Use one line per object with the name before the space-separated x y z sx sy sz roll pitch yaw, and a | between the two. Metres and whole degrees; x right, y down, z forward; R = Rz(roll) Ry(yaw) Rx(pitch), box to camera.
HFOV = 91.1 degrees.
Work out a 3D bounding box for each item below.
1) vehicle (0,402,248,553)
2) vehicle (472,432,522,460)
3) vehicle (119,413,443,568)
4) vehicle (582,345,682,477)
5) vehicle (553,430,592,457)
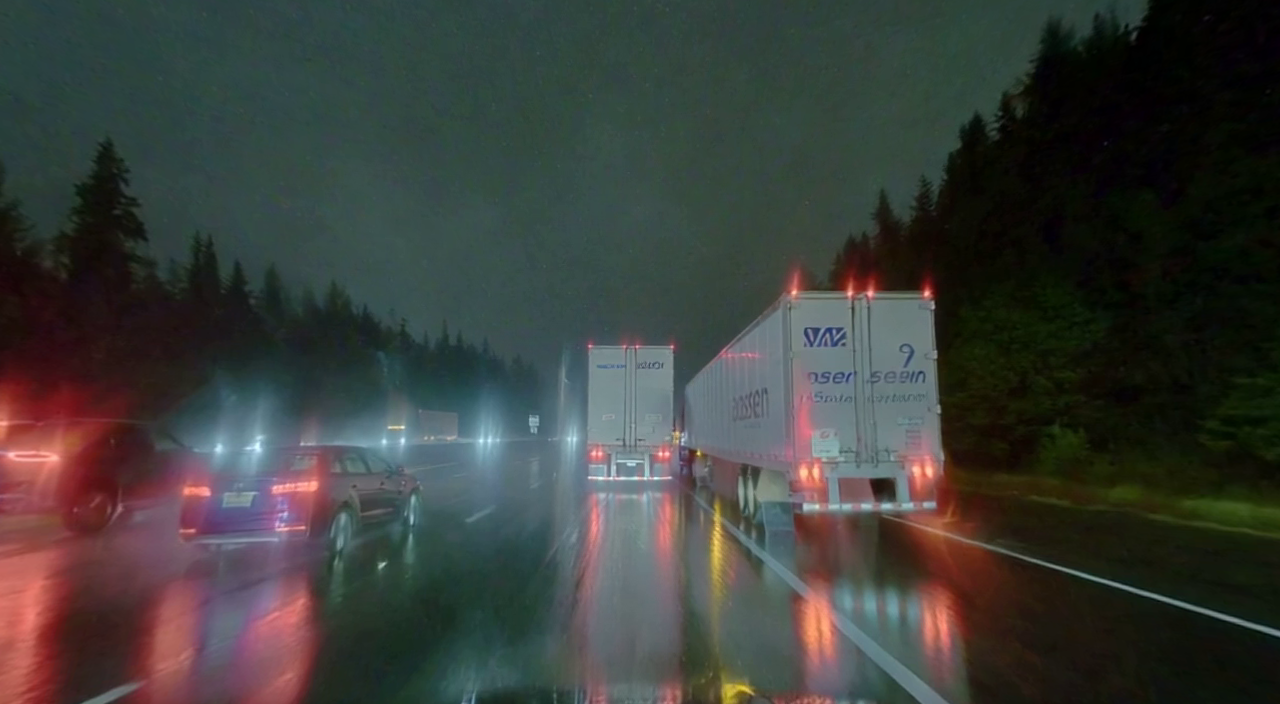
vehicle | -7.936 1.667 9.035 1.990 1.654 4.129 0 -8 -1
vehicle | -8.398 5.568 37.393 1.976 1.510 4.604 0 -8 -1
vehicle | -4.103 1.609 8.095 1.933 1.492 3.838 0 -8 -1
vehicle | -0.329 2.532 25.036 3.118 4.106 10.719 0 -8 -1
vehicle | -4.334 5.951 40.988 2.104 1.653 4.302 0 -8 0
